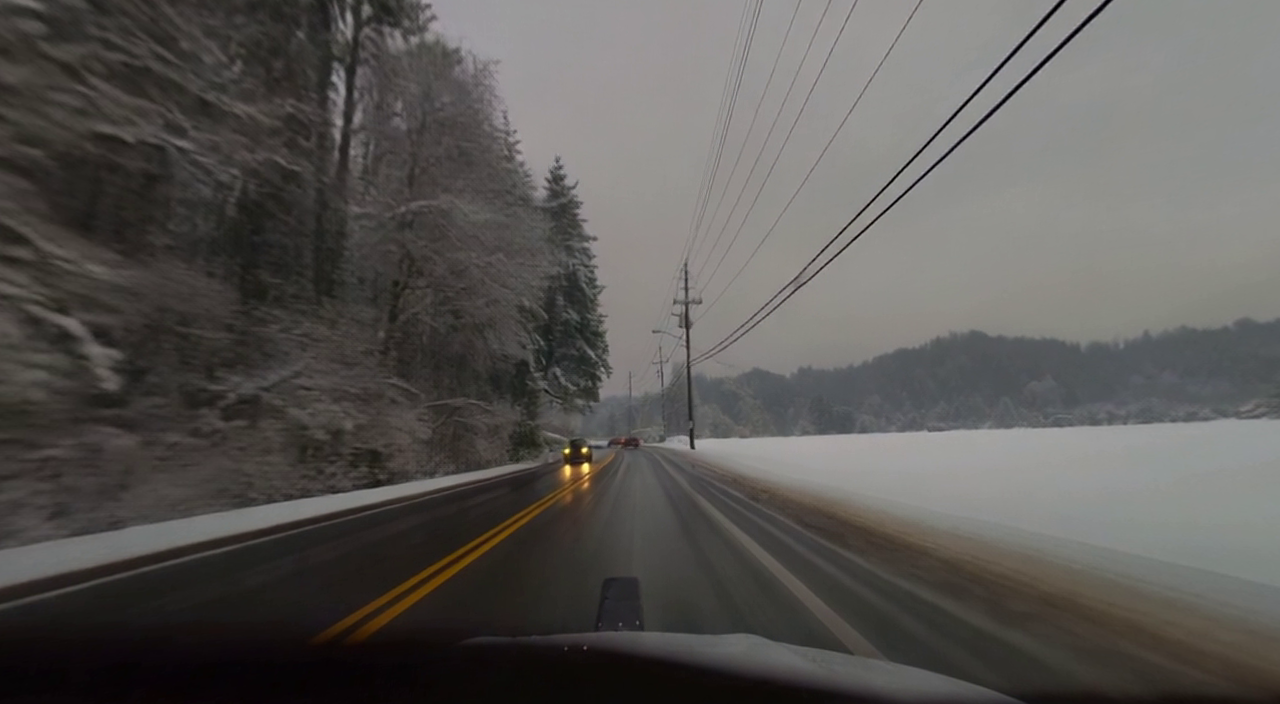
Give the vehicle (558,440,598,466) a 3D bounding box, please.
[{"bbox_3d":[-4.498,7.459,46.912,2.172,1.744,6.543,-2,-8,1],"label":"vehicle"}]
